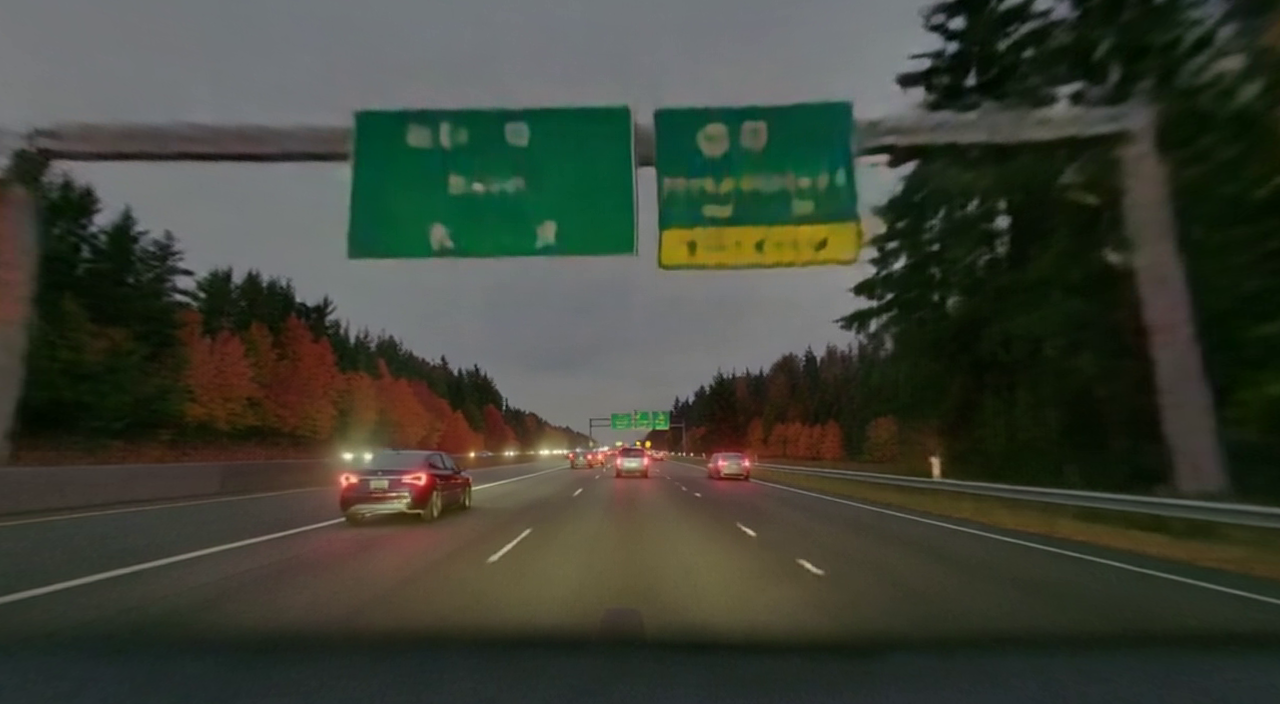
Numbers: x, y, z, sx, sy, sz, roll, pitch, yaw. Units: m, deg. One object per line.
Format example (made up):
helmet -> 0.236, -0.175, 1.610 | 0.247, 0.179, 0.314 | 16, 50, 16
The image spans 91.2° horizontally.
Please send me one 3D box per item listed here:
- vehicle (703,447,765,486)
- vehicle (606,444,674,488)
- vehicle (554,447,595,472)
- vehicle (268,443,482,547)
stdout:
vehicle -> 4.098, 5.060, 28.019 | 2.035, 1.571, 4.413 | 0, -9, -1
vehicle -> -0.041, 4.776, 26.547 | 2.634, 1.679, 4.070 | 0, -9, -1
vehicle -> -4.701, 7.745, 45.425 | 2.545, 1.679, 4.267 | 0, -9, 0
vehicle -> -4.360, 2.389, 11.159 | 2.017, 1.469, 4.113 | 0, -9, 0
